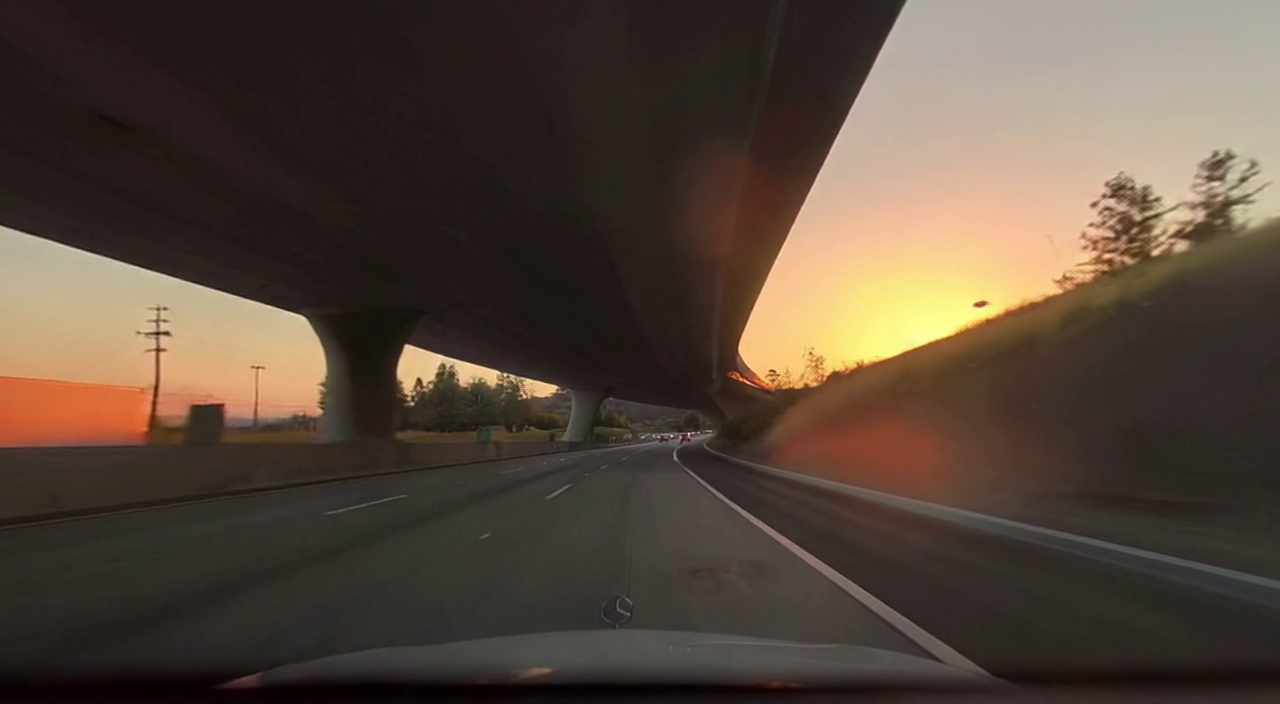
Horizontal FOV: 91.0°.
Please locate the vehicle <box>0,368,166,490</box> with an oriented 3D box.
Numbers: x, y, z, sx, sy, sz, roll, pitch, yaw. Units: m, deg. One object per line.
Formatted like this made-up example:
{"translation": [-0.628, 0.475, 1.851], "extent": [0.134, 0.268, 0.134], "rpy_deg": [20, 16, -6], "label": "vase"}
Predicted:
{"translation": [-22.964, 2.659, 21.656], "extent": [2.898, 4.073, 13.286], "rpy_deg": [0, -8, 1], "label": "vehicle"}
